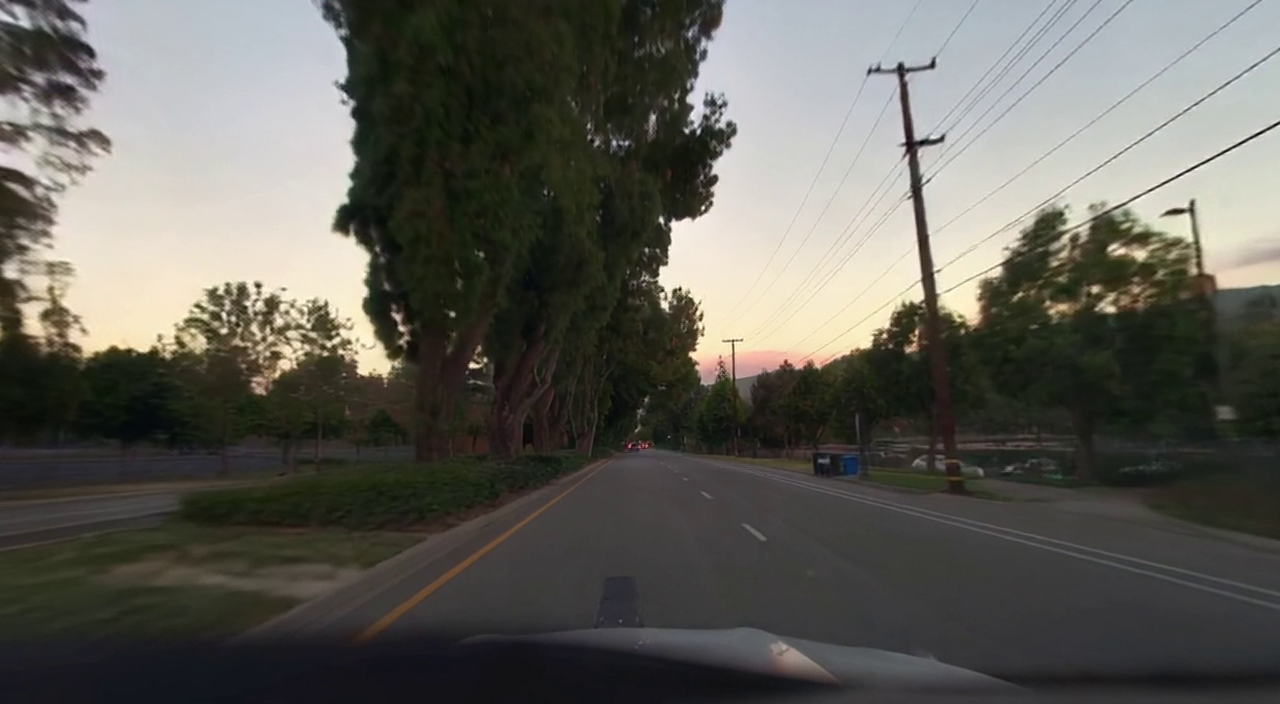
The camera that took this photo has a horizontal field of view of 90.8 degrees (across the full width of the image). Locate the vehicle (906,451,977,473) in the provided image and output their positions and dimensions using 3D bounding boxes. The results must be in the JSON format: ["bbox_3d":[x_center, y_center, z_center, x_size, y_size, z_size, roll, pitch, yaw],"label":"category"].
[{"bbox_3d":[23.736,8.671,49.861,4.519,1.658,1.911,-1,-8,0],"label":"vehicle"}]
